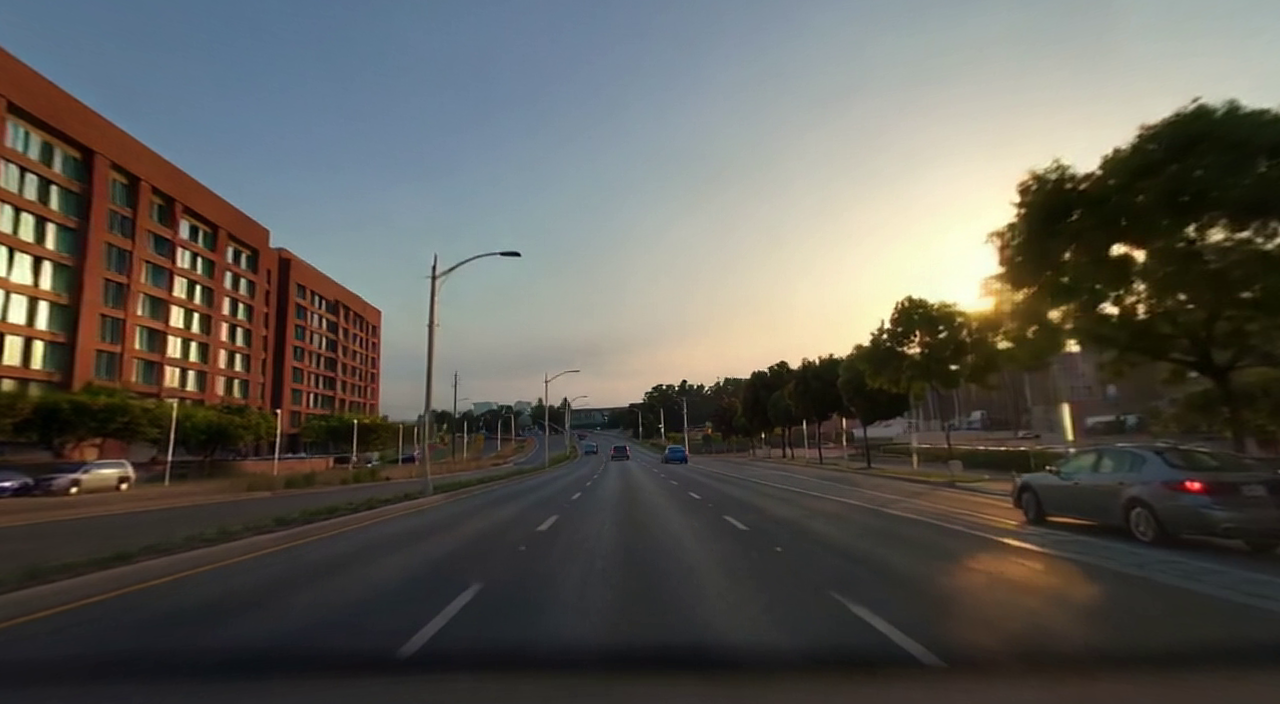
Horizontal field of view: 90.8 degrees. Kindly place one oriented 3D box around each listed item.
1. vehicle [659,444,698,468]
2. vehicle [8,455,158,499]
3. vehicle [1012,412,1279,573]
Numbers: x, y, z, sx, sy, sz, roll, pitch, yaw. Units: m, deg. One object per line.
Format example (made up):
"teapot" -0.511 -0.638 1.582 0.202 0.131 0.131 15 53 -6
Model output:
"vehicle" 2.537 6.991 42.750 2.090 1.506 4.382 0 -8 -3
"vehicle" -29.631 6.629 34.045 2.474 1.971 6.358 0 -8 -2
"vehicle" 7.696 1.862 9.183 2.017 1.743 4.453 -1 -8 3
